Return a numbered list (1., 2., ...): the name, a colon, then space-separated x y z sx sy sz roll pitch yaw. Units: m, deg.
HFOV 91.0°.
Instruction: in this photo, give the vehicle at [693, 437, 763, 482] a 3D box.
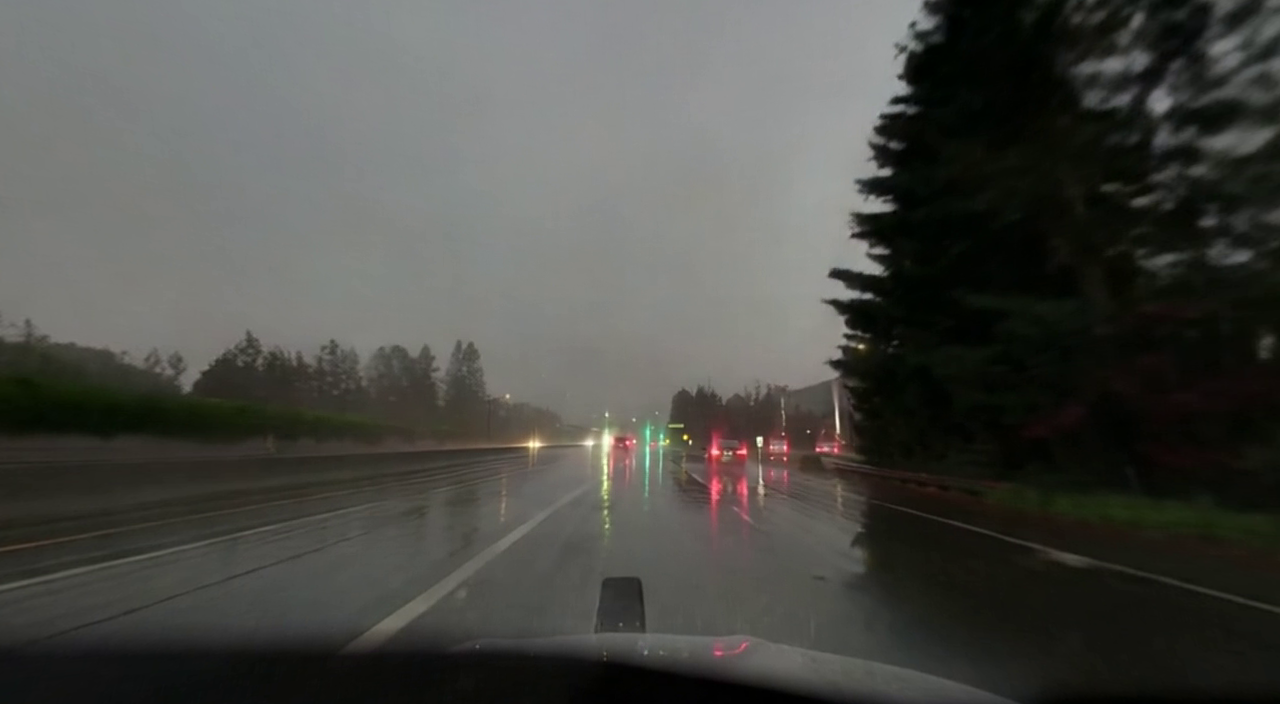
1. vehicle: 3.359 4.221 25.082 2.085 1.594 4.848 0 -9 0
